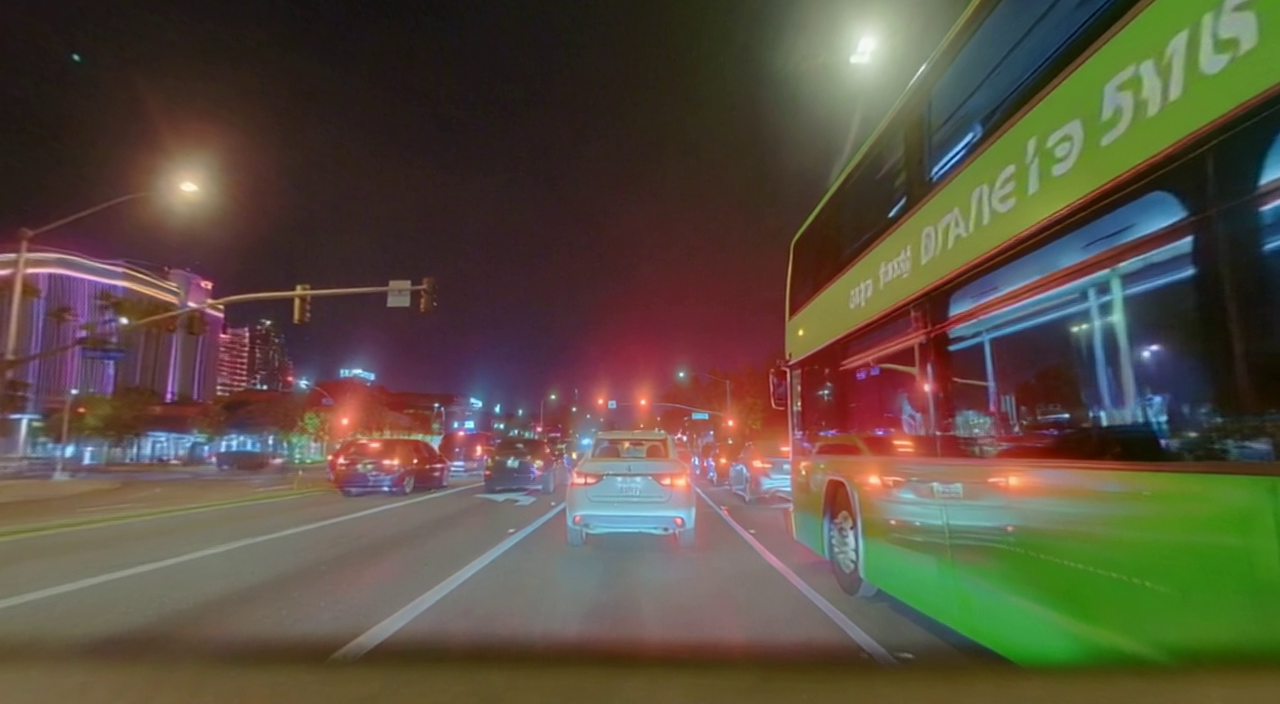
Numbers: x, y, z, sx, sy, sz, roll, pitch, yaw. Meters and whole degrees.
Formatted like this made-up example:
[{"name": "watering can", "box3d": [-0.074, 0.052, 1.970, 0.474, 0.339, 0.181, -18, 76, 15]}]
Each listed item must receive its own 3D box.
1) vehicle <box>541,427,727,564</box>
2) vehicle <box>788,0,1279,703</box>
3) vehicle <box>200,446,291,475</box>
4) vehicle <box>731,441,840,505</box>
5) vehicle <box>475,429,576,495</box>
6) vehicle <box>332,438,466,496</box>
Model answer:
[{"name": "vehicle", "box3d": [-0.074, 1.890, 9.015, 2.060, 1.499, 3.831, 0, -9, 0]}, {"name": "vehicle", "box3d": [3.543, -0.325, 1.922, 2.970, 4.015, 13.606, 0, -9, 0]}, {"name": "vehicle", "box3d": [-26.551, 7.296, 42.630, 4.737, 1.845, 1.920, 0, -9, -4]}, {"name": "vehicle", "box3d": [3.693, 3.138, 16.910, 1.989, 1.467, 4.364, 0, -9, 1]}, {"name": "vehicle", "box3d": [-3.254, 3.247, 18.912, 2.020, 1.721, 4.366, -1, -9, 2]}, {"name": "vehicle", "box3d": [-6.902, 3.347, 18.776, 1.927, 1.480, 4.832, 0, -9, 2]}]
